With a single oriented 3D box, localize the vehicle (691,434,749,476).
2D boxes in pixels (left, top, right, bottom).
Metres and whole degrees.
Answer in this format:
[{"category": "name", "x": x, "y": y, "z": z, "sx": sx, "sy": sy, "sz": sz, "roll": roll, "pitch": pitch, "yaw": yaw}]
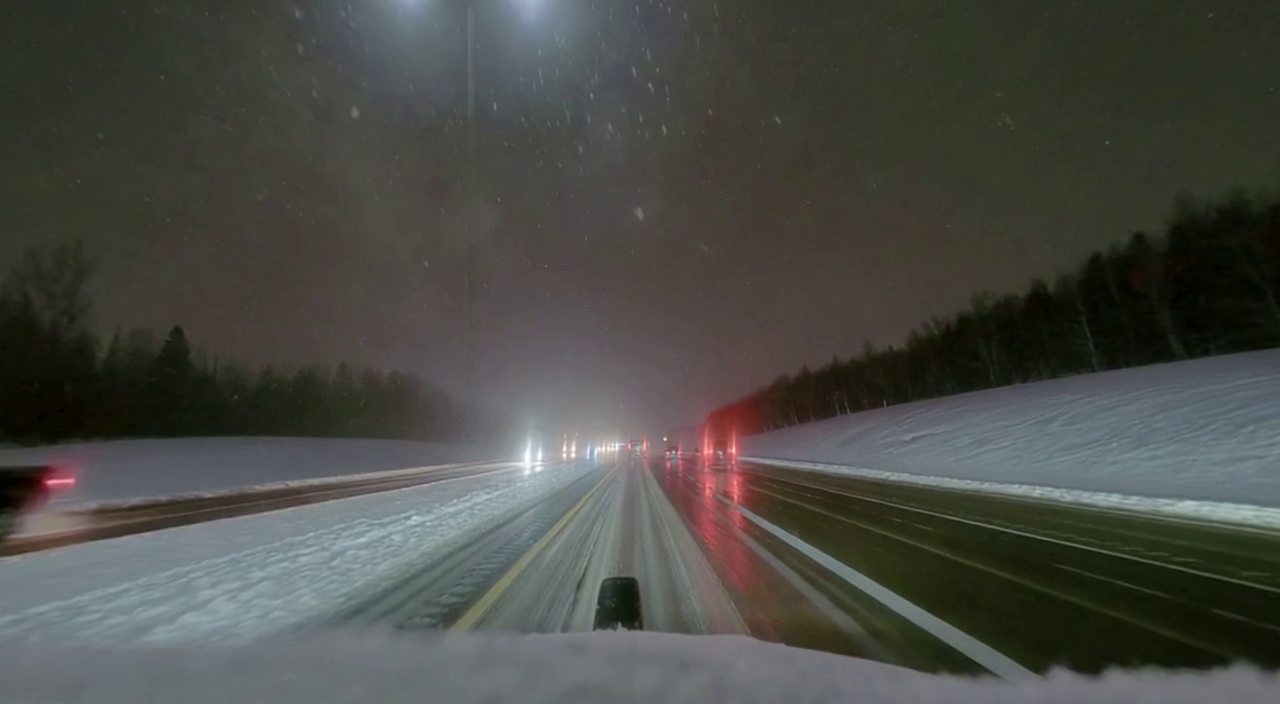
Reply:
[{"category": "vehicle", "x": 3.924, "y": 5.172, "z": 31.590, "sx": 2.177, "sy": 1.914, "sz": 5.245, "roll": 0, "pitch": -9, "yaw": -1}]
